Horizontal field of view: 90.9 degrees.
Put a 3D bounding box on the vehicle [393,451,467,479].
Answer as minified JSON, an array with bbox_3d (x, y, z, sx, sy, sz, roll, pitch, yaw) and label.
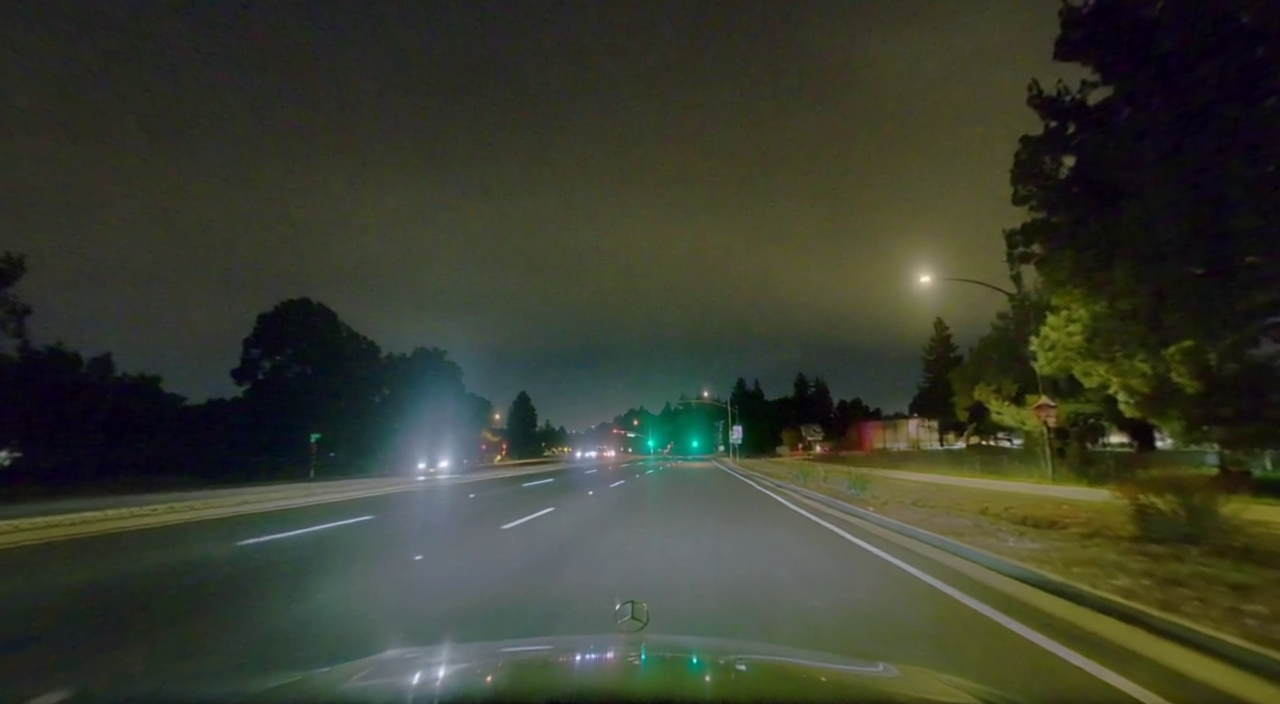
[{"bbox_3d":[-11.564,6.236,35.096,2.240,1.452,4.518,-1,-9,5],"label":"vehicle"}]
